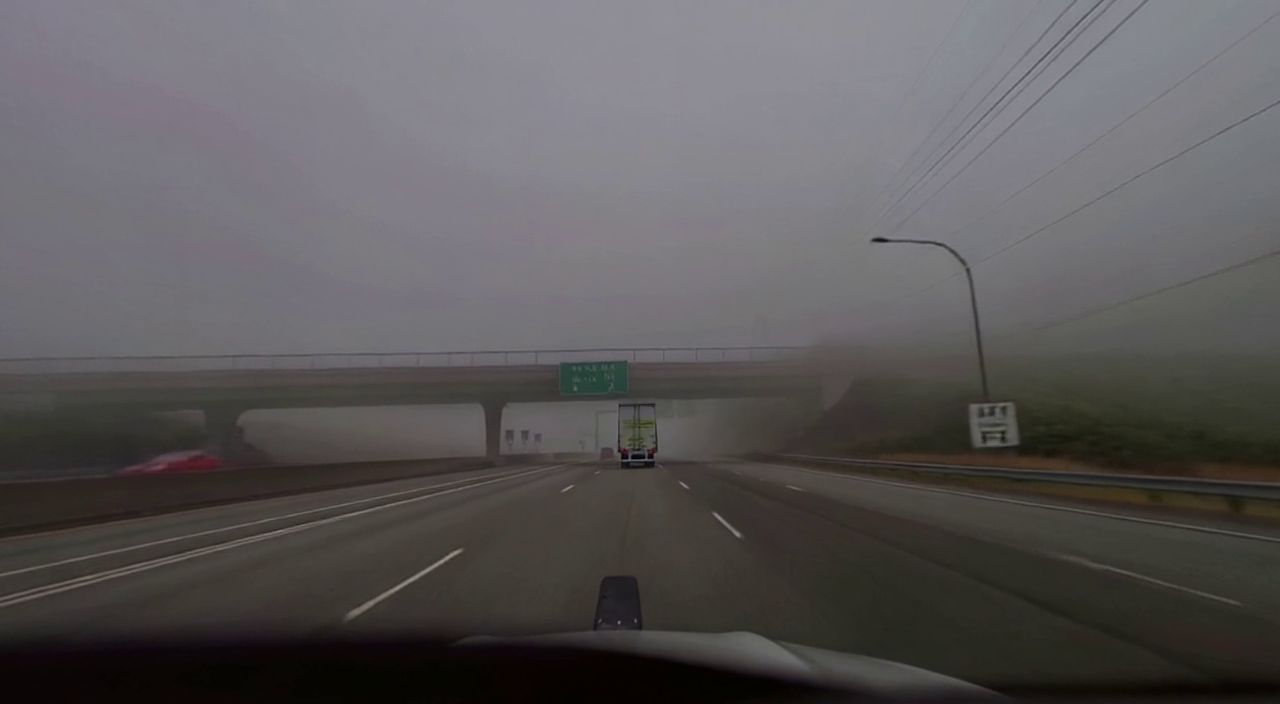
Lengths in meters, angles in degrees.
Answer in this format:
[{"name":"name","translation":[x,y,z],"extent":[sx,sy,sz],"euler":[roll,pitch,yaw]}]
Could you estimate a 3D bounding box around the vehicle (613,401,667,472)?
[{"name":"vehicle","translation":[-0.122,5.753,42.149],"extent":[3.025,4.002,12.709],"euler":[0,-9,-1]}]
